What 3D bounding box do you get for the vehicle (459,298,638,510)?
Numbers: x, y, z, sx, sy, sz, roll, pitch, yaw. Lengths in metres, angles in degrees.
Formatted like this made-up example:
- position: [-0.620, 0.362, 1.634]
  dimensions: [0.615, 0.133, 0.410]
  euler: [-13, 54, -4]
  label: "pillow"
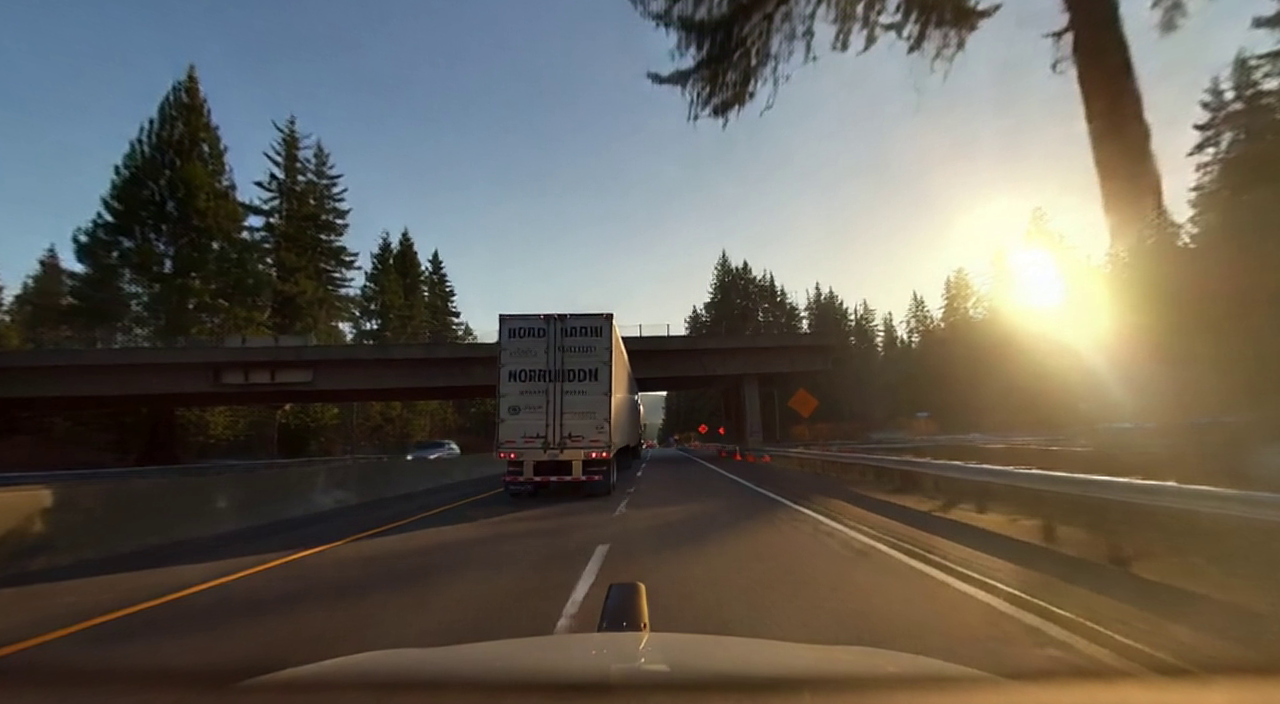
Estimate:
- position: [-1.733, 2.158, 20.154]
  dimensions: [2.873, 4.060, 16.327]
  euler: [0, -9, 2]
  label: "vehicle"
